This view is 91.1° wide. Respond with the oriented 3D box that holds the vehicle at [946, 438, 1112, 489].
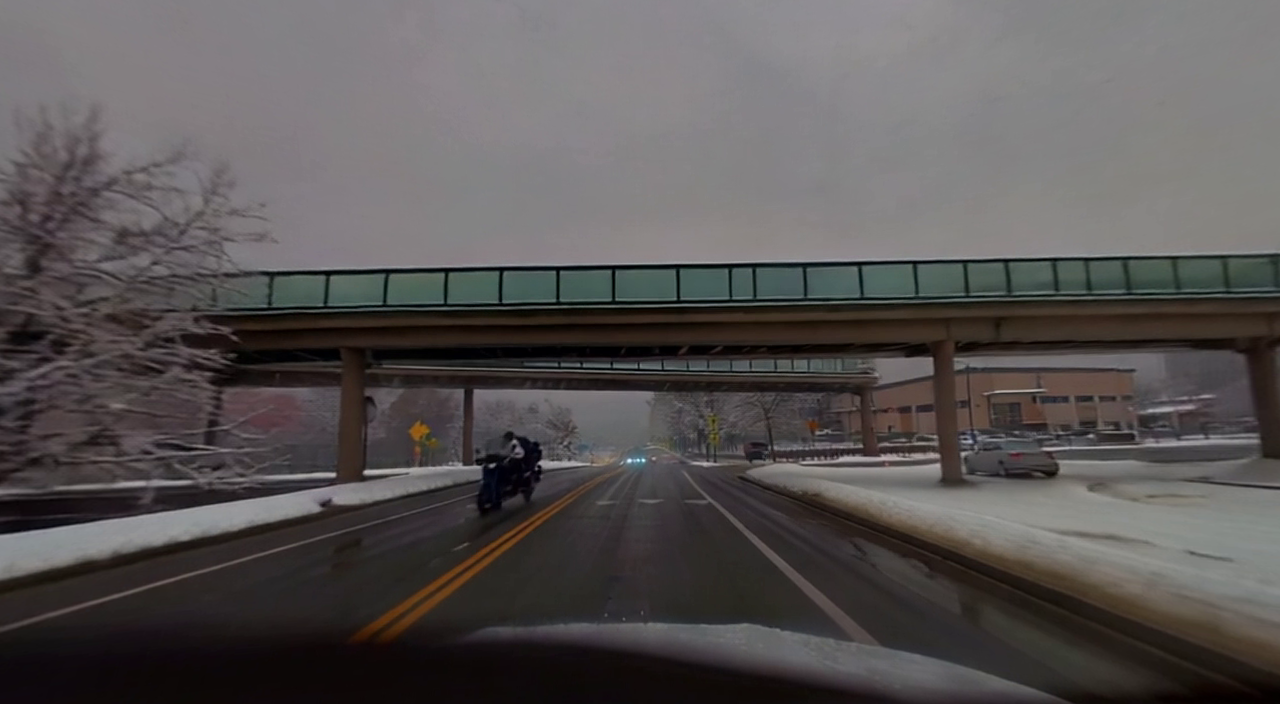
[{"bbox_3d":[14.459,4.076,23.629,2.078,1.523,4.760,2,-7,-34],"label":"vehicle"}]
